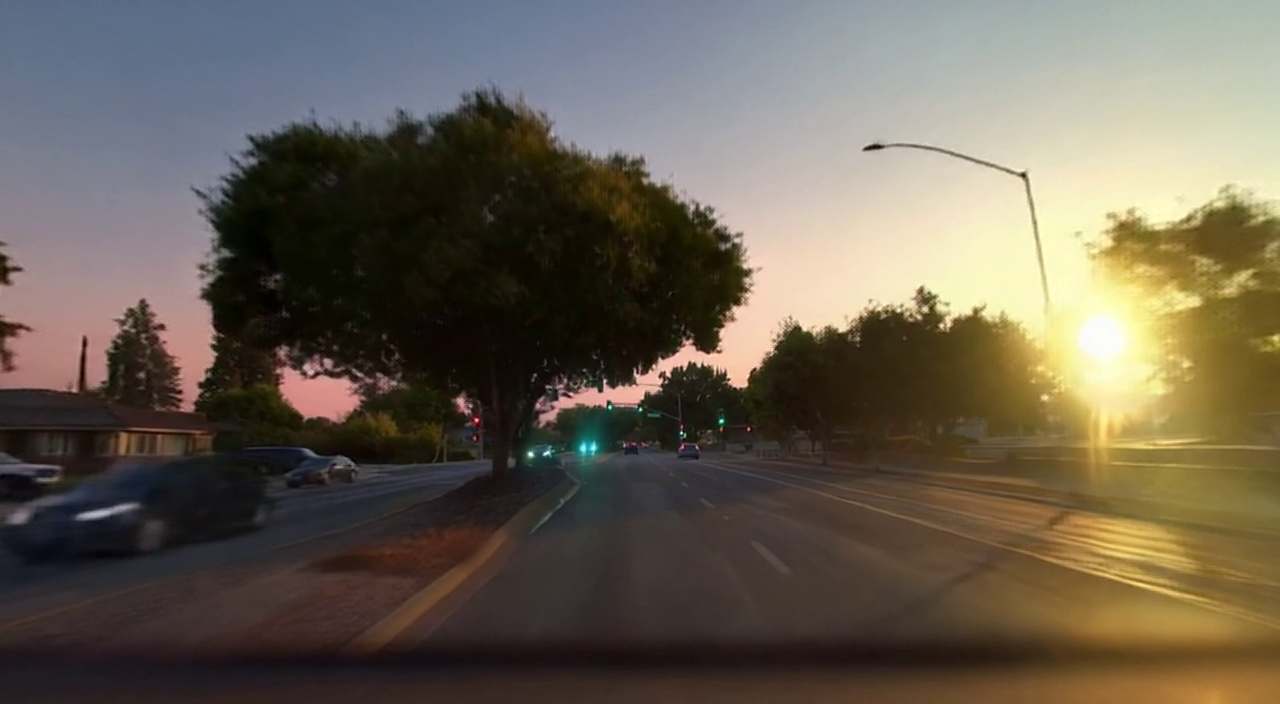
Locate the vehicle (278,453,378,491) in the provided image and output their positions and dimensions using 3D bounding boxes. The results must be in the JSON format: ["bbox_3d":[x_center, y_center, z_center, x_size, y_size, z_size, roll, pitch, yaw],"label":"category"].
[{"bbox_3d":[-13.499,5.206,27.705,1.992,1.453,4.439,0,-8,2],"label":"vehicle"}]

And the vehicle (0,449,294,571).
[{"bbox_3d":[-7.697,2.316,10.090,1.931,1.483,4.246,0,-8,0],"label":"vehicle"}]

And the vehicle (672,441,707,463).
[{"bbox_3d":[3.589,7.323,46.399,2.133,1.494,4.265,0,-9,-2],"label":"vehicle"}]
